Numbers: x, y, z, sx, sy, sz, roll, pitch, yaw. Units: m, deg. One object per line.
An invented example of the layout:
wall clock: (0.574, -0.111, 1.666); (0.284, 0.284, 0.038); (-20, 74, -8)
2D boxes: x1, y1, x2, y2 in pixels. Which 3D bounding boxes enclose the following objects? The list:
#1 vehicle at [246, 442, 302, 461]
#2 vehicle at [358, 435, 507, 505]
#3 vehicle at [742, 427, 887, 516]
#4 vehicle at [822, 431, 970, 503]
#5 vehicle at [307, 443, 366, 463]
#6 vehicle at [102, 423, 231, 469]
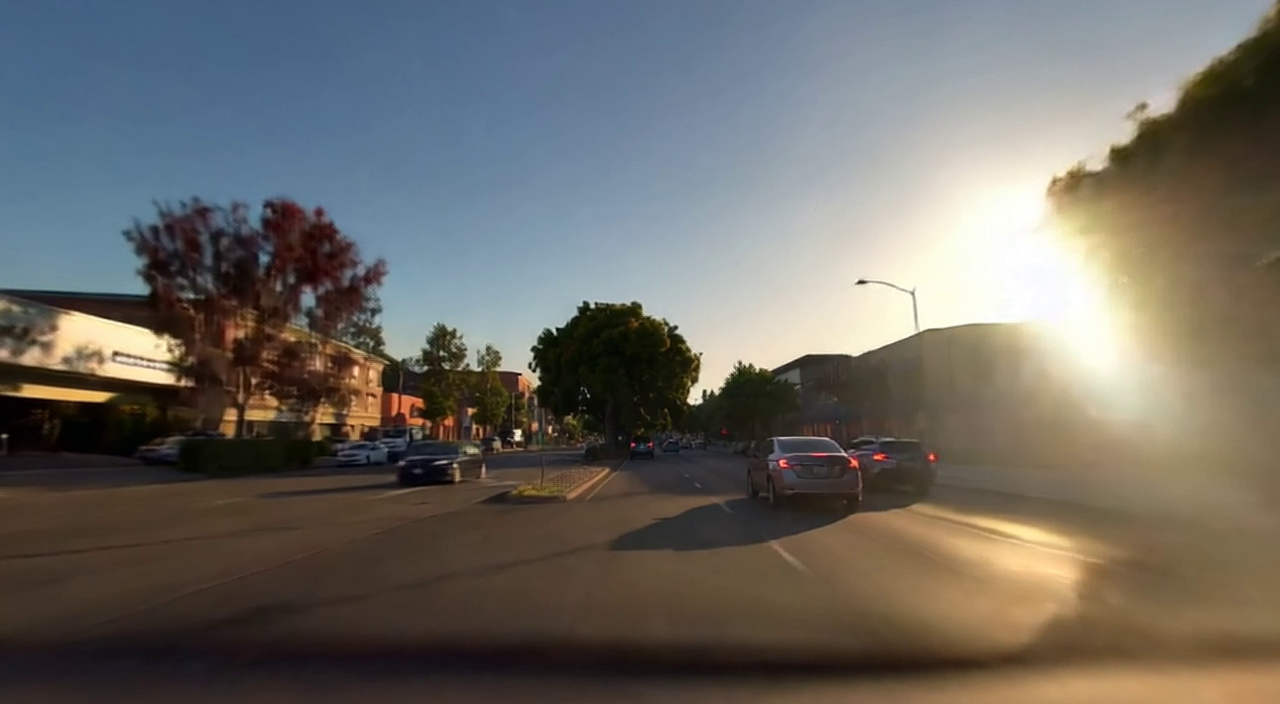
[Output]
vehicle: (-27.029, 7.355, 46.757); (1.795, 1.360, 3.780); (0, -9, 2)
vehicle: (-4.741, 2.764, 15.270); (2.084, 1.415, 4.580); (0, -9, 0)
vehicle: (3.662, 2.582, 14.052); (2.072, 1.669, 3.836); (0, -9, -1)
vehicle: (6.999, 3.198, 17.960); (2.134, 1.738, 4.833); (0, -9, -1)
vehicle: (-22.973, 7.634, 47.940); (1.824, 1.420, 4.984); (0, -9, 2)
vehicle: (-25.008, 4.964, 33.727); (2.200, 2.170, 6.131); (0, -7, 0)
